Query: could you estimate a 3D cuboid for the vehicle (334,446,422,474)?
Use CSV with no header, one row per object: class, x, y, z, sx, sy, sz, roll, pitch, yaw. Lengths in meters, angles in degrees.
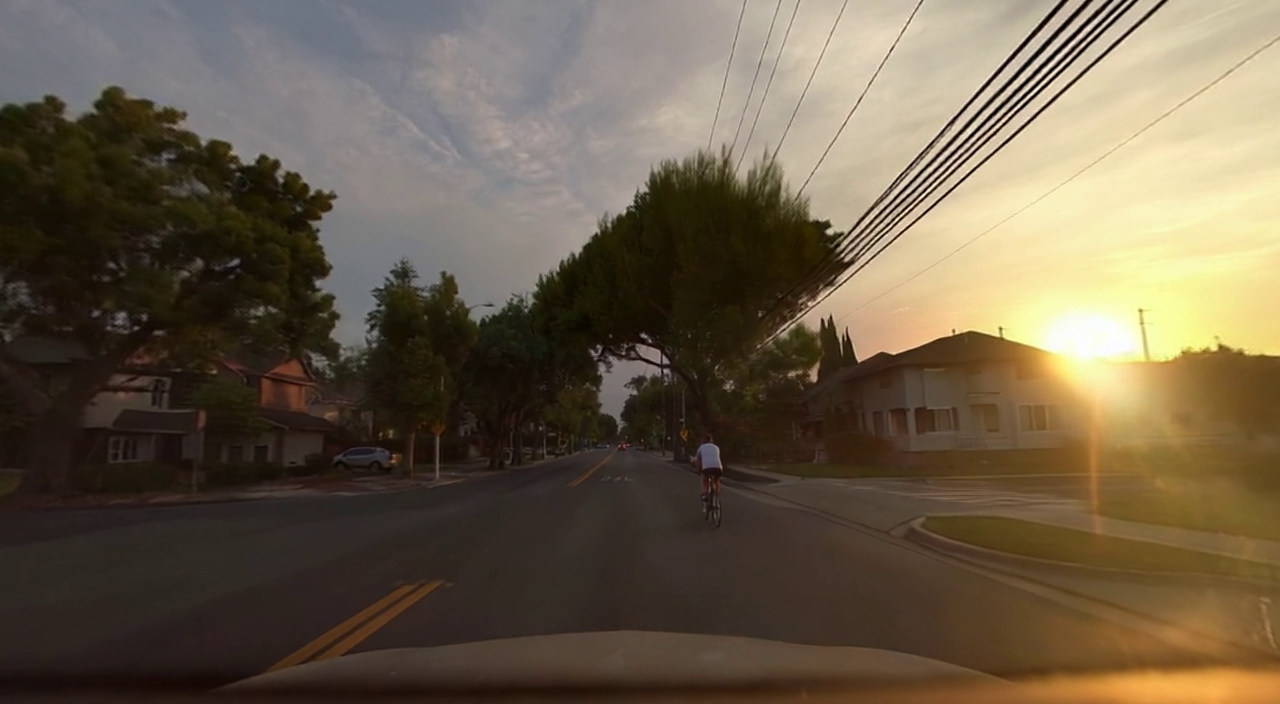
vehicle,-14.657,6.034,35.500,4.143,1.480,1.755,0,-8,-2
